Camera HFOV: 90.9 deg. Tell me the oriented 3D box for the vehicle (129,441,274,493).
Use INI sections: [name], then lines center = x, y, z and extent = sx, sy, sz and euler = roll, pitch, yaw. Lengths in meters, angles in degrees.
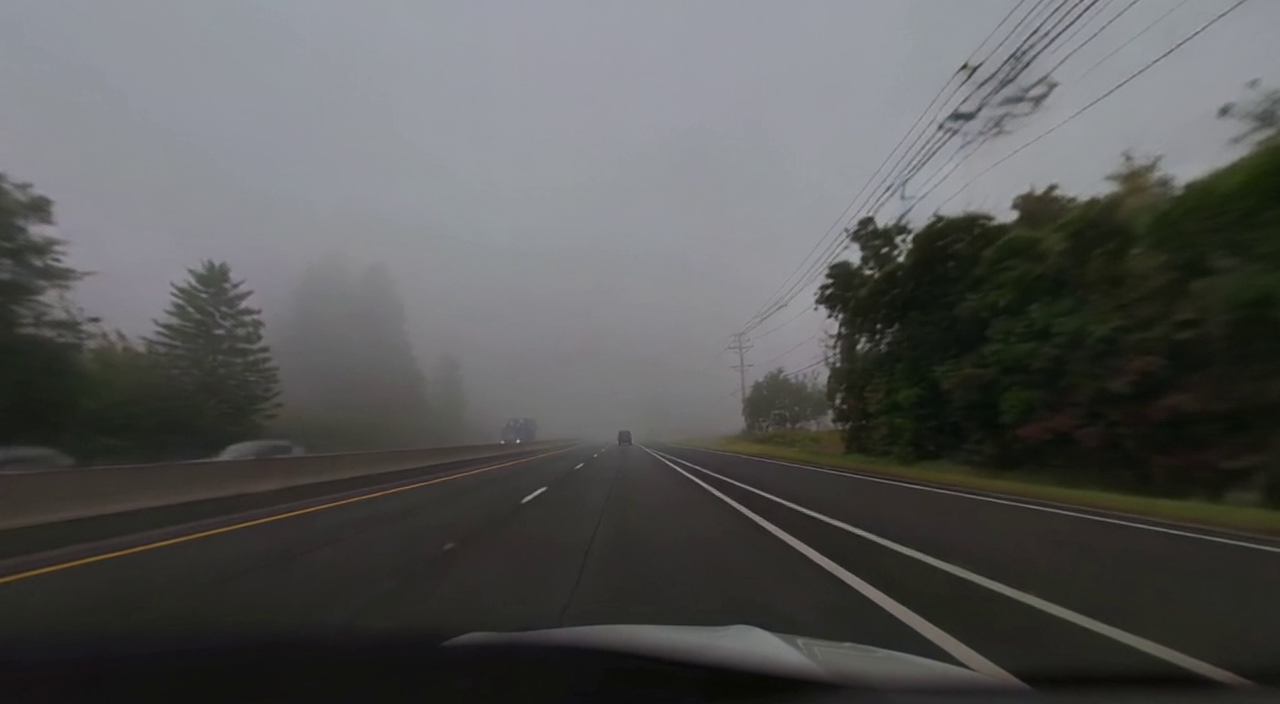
[vehicle]
center = -13.695, 3.572, 20.002
extent = 1.881, 1.474, 3.819
euler = 0, -8, -2
